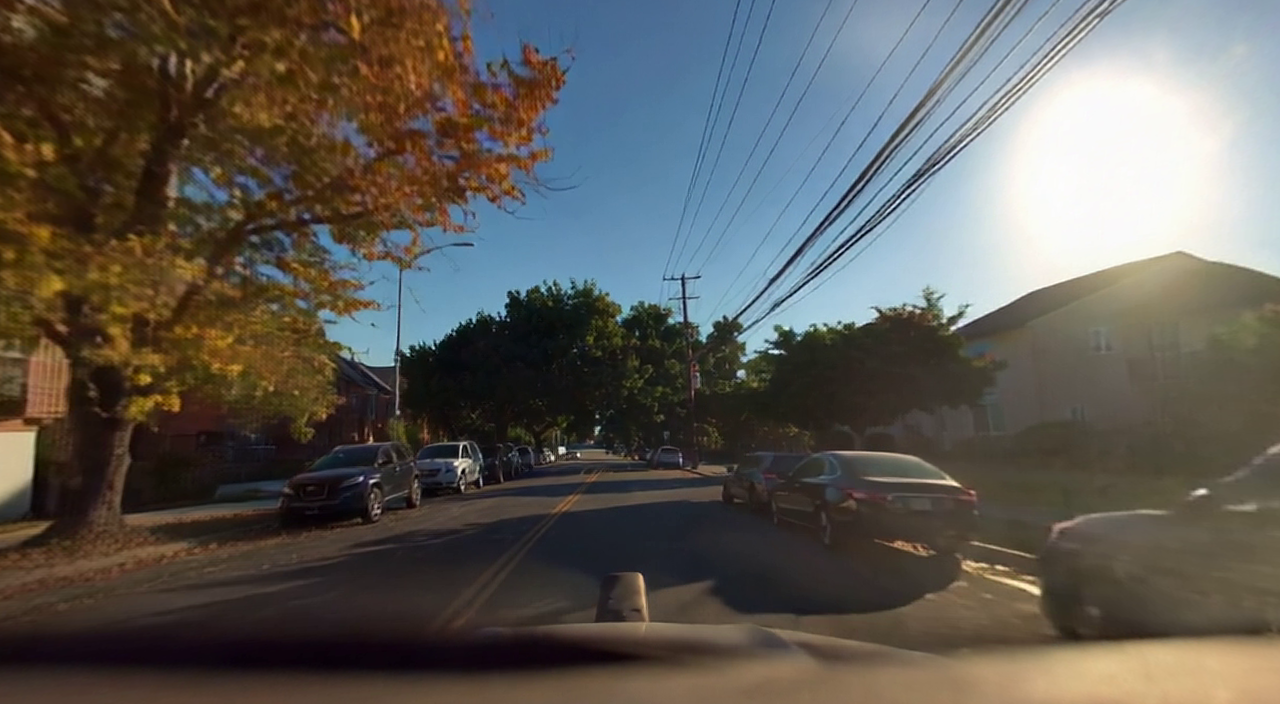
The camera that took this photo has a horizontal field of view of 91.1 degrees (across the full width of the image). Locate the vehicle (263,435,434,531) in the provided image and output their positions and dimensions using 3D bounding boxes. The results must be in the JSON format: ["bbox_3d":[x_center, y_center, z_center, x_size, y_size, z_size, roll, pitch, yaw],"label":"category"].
[{"bbox_3d":[-6.801,3.018,15.388,2.056,1.876,4.824,-2,-7,-2],"label":"vehicle"}]

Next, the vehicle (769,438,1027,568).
[{"bbox_3d":[3.510,2.112,9.717,1.868,1.494,4.652,1,-8,-2],"label":"vehicle"}]

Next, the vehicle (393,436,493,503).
[{"bbox_3d":[-7.081,4.186,23.241,2.120,1.989,5.616,-3,-7,-3],"label":"vehicle"}]

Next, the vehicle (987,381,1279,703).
[{"bbox_3d":[3.701,0.854,1.896,2.272,1.626,5.170,0,-8,-1],"label":"vehicle"}]

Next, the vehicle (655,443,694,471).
[{"bbox_3d":[2.273,7.082,42.532,2.328,1.730,4.225,1,-9,-2],"label":"vehicle"}]
